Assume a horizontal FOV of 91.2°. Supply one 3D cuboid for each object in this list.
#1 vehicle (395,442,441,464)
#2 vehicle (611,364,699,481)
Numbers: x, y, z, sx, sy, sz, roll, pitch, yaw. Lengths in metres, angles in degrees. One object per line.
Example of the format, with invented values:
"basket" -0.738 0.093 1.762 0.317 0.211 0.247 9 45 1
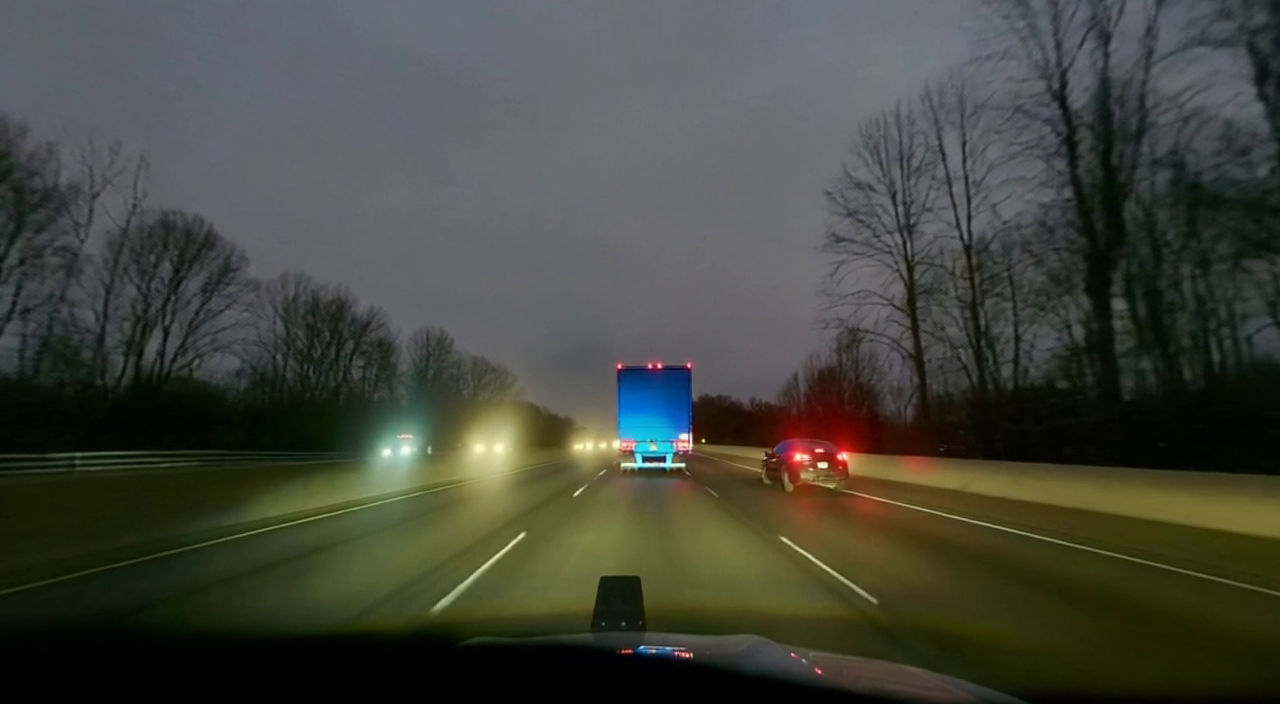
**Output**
"vehicle" -16.880 7.694 47.891 1.847 1.585 4.252 0 -8 1
"vehicle" 0.566 3.179 26.930 3.010 4.039 10.481 0 -8 1
